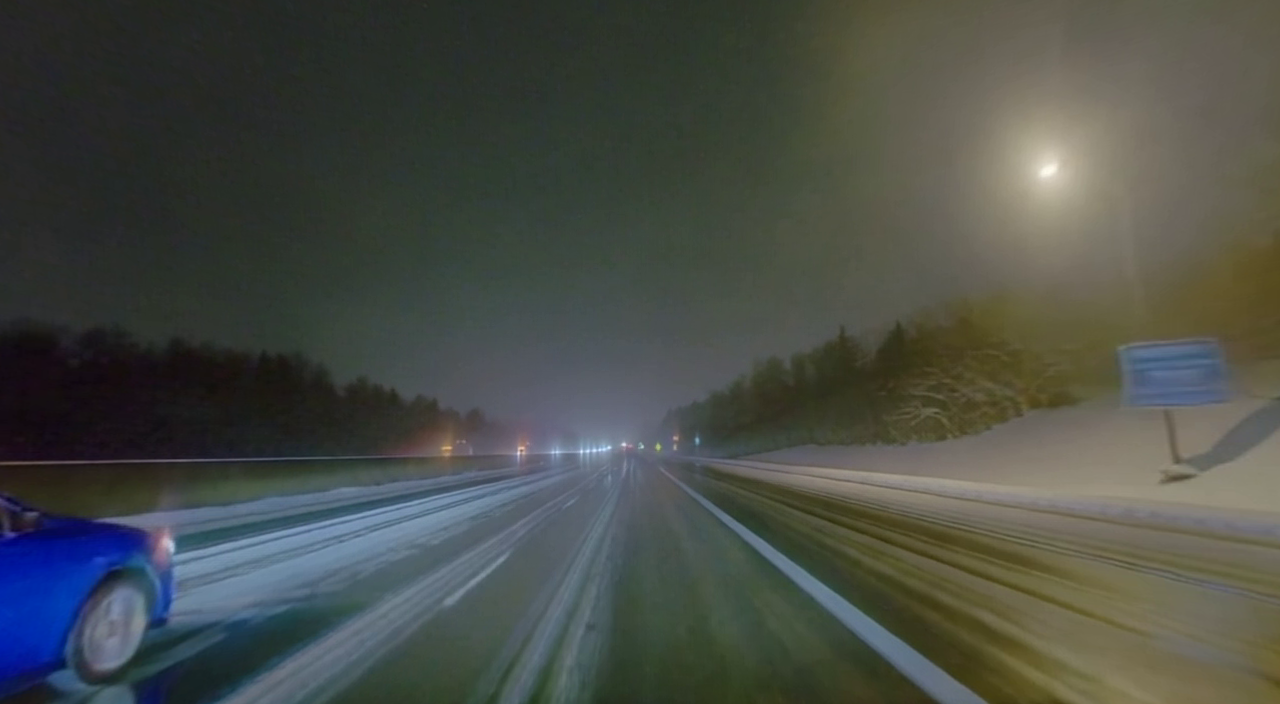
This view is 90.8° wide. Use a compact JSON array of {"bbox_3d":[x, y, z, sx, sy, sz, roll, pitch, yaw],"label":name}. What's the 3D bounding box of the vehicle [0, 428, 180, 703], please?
[{"bbox_3d":[-3.902,0.965,2.020,1.935,1.479,3.787,0,-9,1],"label":"vehicle"}]
